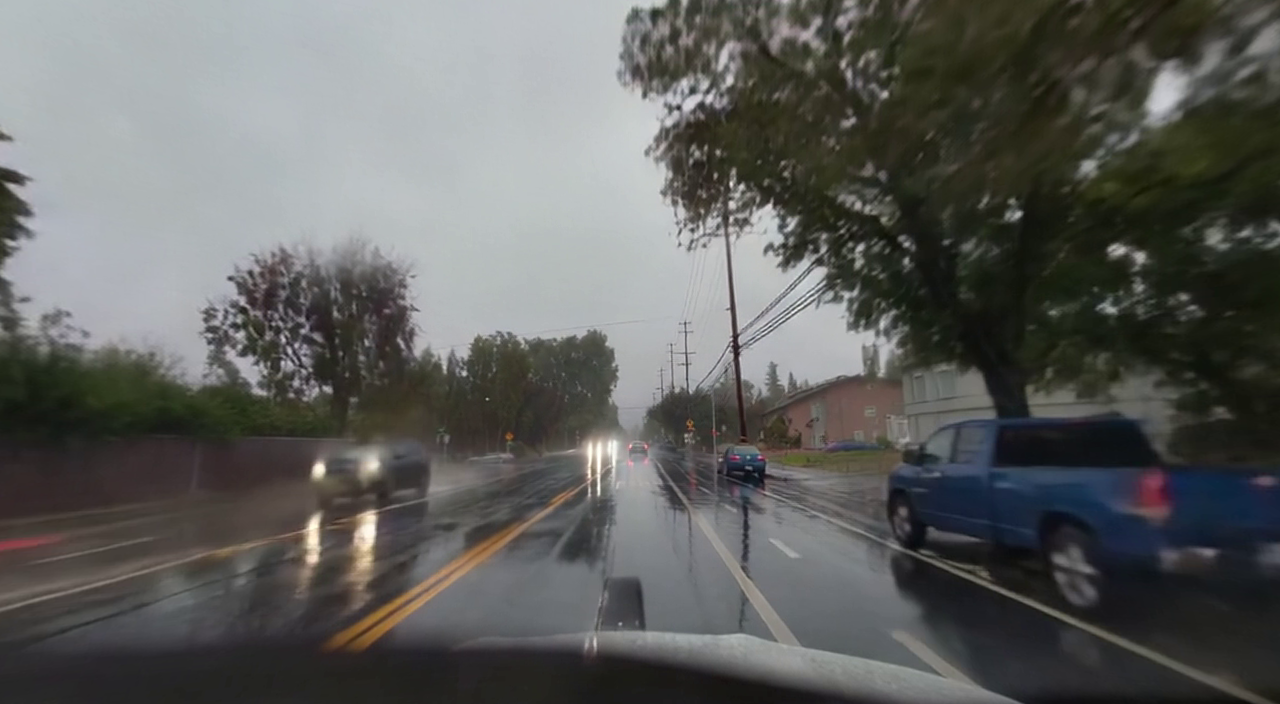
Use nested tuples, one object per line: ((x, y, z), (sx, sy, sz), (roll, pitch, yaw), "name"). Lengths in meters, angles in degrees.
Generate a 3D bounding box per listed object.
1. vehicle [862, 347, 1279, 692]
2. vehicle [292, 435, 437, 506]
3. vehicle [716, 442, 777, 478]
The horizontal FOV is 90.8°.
((4.722, 1.408, 6.856), (2.335, 1.972, 6.368), (0, -8, 0), "vehicle")
((-7.444, 3.230, 17.695), (1.989, 1.706, 4.495), (0, -8, 1), "vehicle")
((4.766, 4.879, 28.903), (1.987, 1.479, 4.562), (0, -8, 0), "vehicle")
